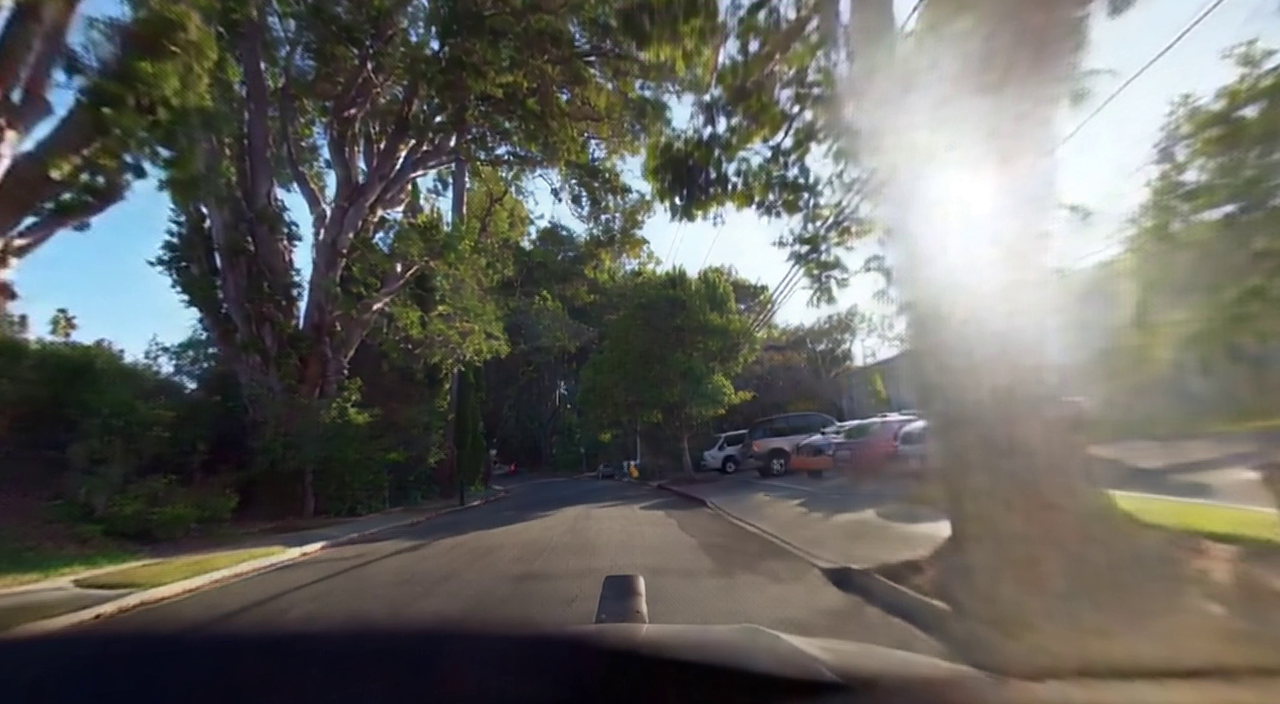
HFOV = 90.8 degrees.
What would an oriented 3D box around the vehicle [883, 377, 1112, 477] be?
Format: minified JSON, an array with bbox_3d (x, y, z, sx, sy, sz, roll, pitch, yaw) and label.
[{"bbox_3d":[8.127,1.750,14.366,4.780,1.984,1.896,4,-9,-23],"label":"vehicle"}]
